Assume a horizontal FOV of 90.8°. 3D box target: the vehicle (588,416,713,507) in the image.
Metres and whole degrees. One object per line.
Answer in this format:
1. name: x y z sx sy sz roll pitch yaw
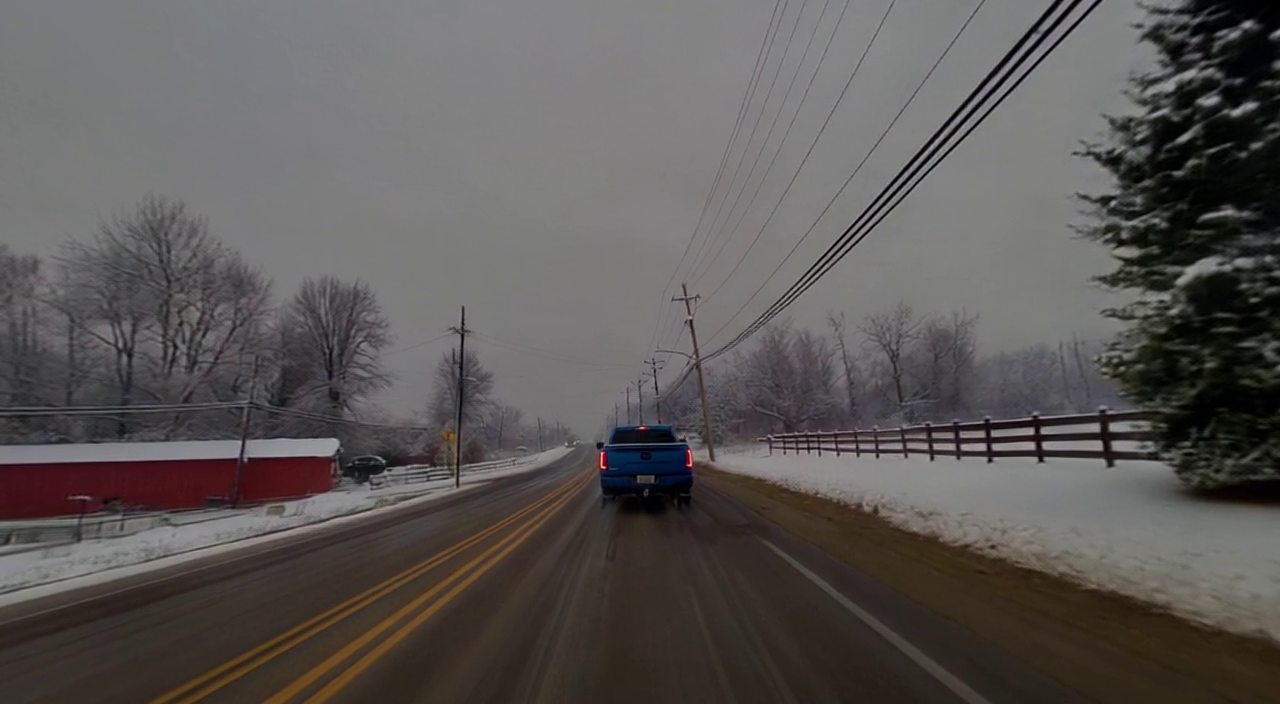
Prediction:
1. vehicle: 0.130 2.843 16.909 2.693 1.941 6.356 0 -9 -2
